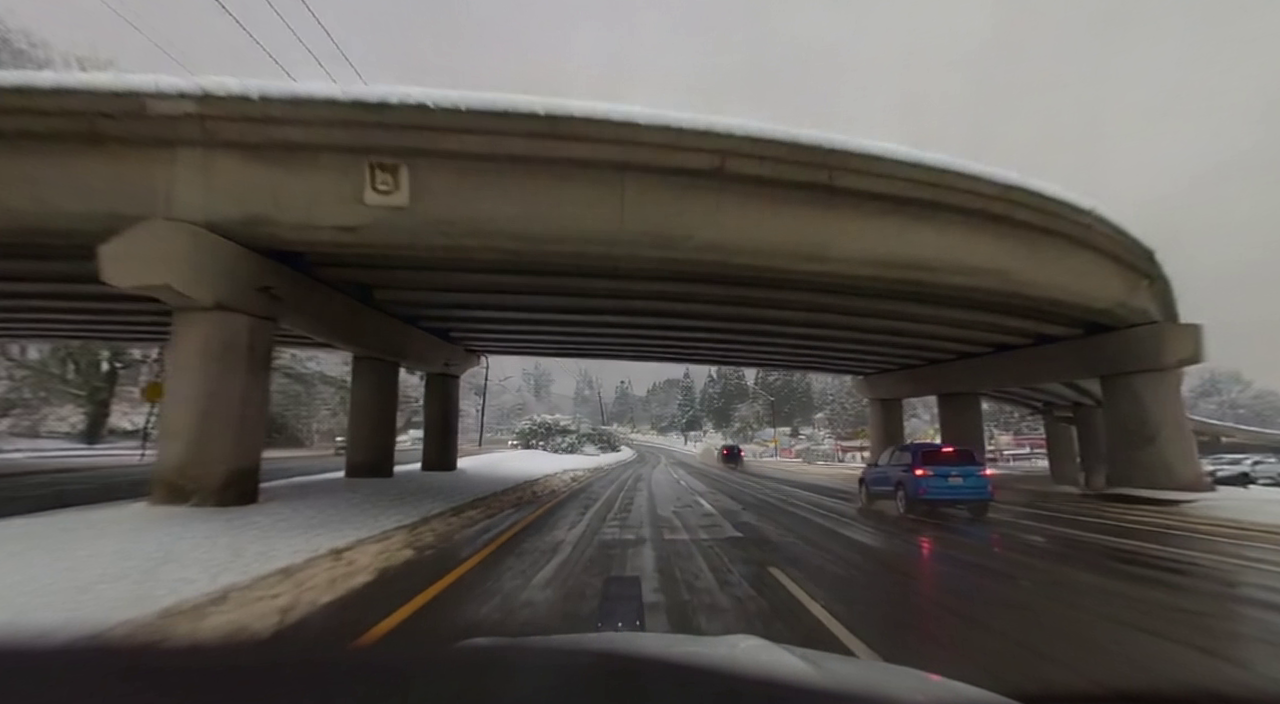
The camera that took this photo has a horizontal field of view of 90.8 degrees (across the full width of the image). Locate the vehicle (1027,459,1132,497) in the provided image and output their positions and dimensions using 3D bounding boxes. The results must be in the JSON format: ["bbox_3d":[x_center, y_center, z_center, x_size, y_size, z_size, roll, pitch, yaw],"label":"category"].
[{"bbox_3d":[23.220,6.637,33.683,1.940,1.665,4.917,-3,-8,-1],"label":"vehicle"}]

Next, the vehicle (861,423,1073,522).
[{"bbox_3d":[7.417,2.786,15.243,2.331,1.872,5.378,-2,-8,2],"label":"vehicle"}]

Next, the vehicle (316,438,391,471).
[{"bbox_3d":[-14.504,5.196,32.333,1.961,1.538,4.727,0,-8,-5],"label":"vehicle"}]
